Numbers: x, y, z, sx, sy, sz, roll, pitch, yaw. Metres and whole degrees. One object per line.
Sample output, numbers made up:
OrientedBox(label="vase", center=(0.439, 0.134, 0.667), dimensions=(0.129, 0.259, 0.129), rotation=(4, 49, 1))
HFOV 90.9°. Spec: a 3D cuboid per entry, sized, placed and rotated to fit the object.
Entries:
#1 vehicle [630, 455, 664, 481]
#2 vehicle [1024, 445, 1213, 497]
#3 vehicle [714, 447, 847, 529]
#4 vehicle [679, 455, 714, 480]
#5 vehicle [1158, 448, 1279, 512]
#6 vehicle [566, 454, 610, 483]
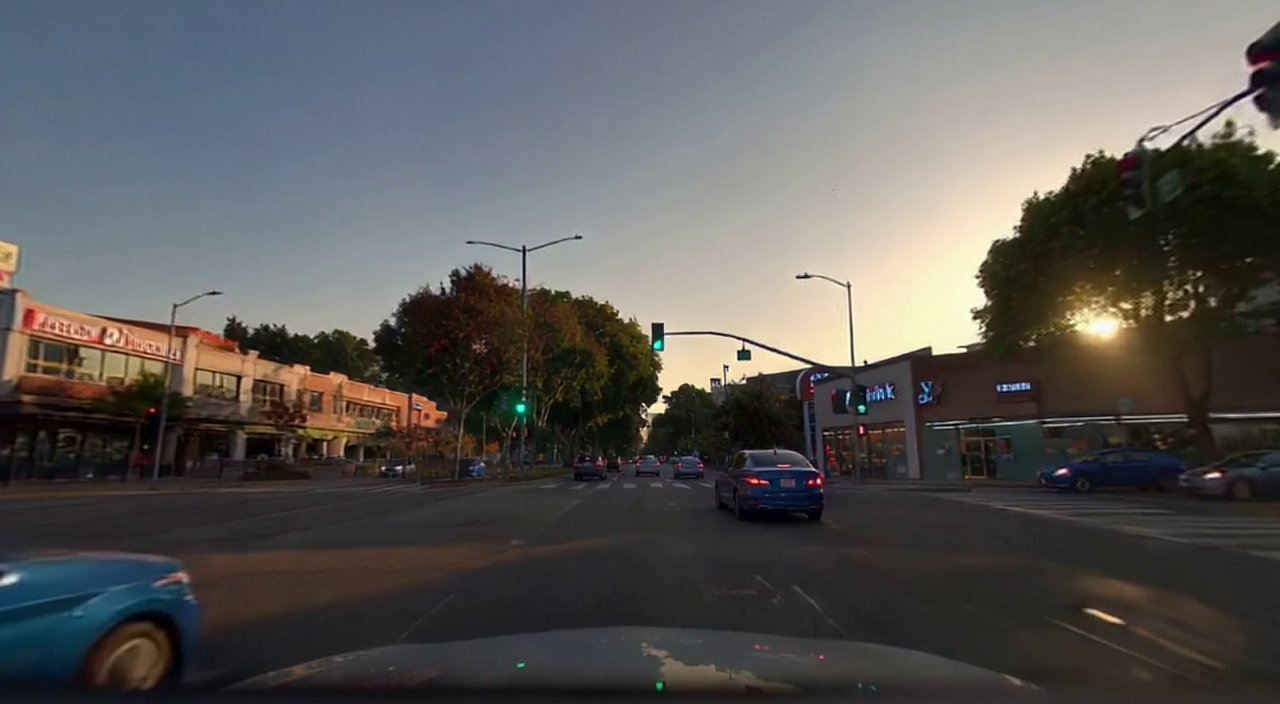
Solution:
OrientedBox(label="vehicle", center=(0.409, 7.273, 39.765), dimensions=(2.070, 1.460, 4.118), rotation=(0, -9, -1))
OrientedBox(label="vehicle", center=(16.264, 4.053, 21.650), dimensions=(4.637, 1.654, 2.277), rotation=(0, -9, -1))
OrientedBox(label="vehicle", center=(2.881, 2.873, 13.949), dimensions=(1.946, 1.513, 4.133), rotation=(0, -9, -1))
OrientedBox(label="vehicle", center=(3.718, 7.697, 42.255), dimensions=(1.931, 1.552, 4.125), rotation=(0, -9, 0))
OrientedBox(label="vehicle", center=(15.496, 3.018, 15.114), dimensions=(4.481, 1.427, 1.830), rotation=(0, -9, -1))
OrientedBox(label="vehicle", center=(-2.901, 6.614, 36.055), dimensions=(2.040, 1.471, 4.211), rotation=(0, -9, 1))
